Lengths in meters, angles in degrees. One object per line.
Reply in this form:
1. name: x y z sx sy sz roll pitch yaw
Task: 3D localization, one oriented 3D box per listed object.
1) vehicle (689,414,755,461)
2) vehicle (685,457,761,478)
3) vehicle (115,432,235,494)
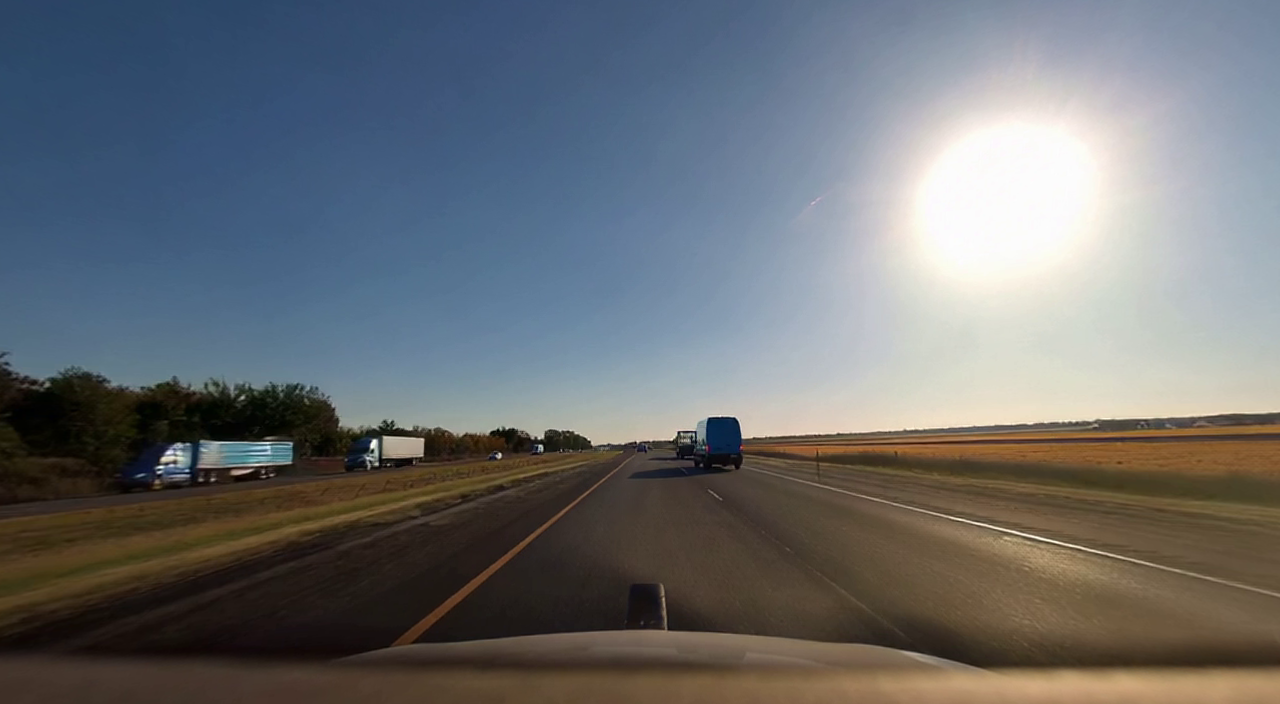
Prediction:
1. vehicle: 3.879 4.300 31.057 2.444 2.053 5.616 -1 -9 0
2. vehicle: 3.910 5.645 31.116 2.702 0.824 6.391 0 -8 -2
3. vehicle: -32.766 7.789 44.884 3.025 3.975 6.964 0 -8 0
